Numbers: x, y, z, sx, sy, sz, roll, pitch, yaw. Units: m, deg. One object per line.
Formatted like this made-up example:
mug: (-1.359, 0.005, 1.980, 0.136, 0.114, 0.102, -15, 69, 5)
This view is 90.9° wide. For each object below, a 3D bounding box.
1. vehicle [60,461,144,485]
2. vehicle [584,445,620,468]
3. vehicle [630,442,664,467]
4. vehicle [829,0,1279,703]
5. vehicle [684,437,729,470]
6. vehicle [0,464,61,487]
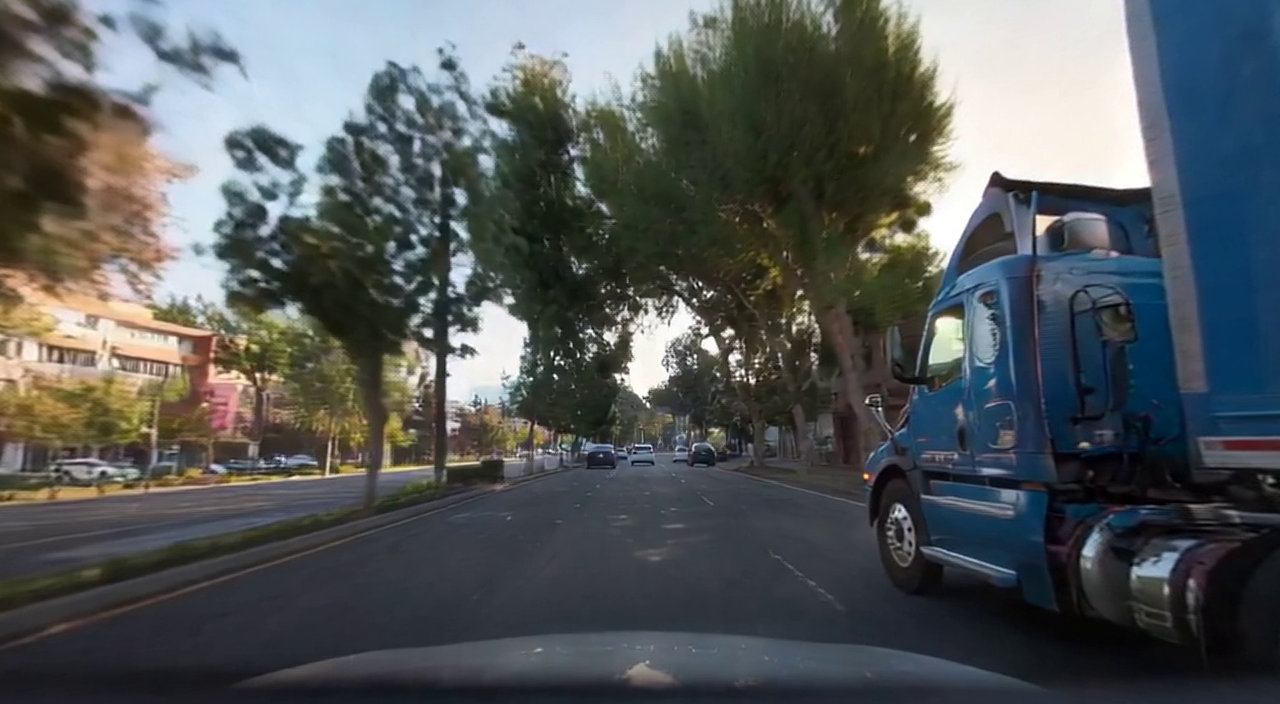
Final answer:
vehicle: (-37.656, 8.446, 44.312, 1.886, 1.437, 4.572, 0, -8, 0)
vehicle: (-2.652, 7.478, 45.408, 2.211, 1.537, 4.666, 0, -8, 1)
vehicle: (0.506, 7.231, 44.597, 2.276, 1.704, 3.925, 0, -8, 1)
vehicle: (3.580, -0.207, 2.889, 3.006, 3.679, 8.506, -1, -8, 2)
vehicle: (4.017, 6.230, 38.804, 2.196, 1.908, 4.412, 0, -8, -1)
vehicle: (-42.832, 8.494, 43.526, 1.897, 1.429, 3.741, -1, -8, 3)
